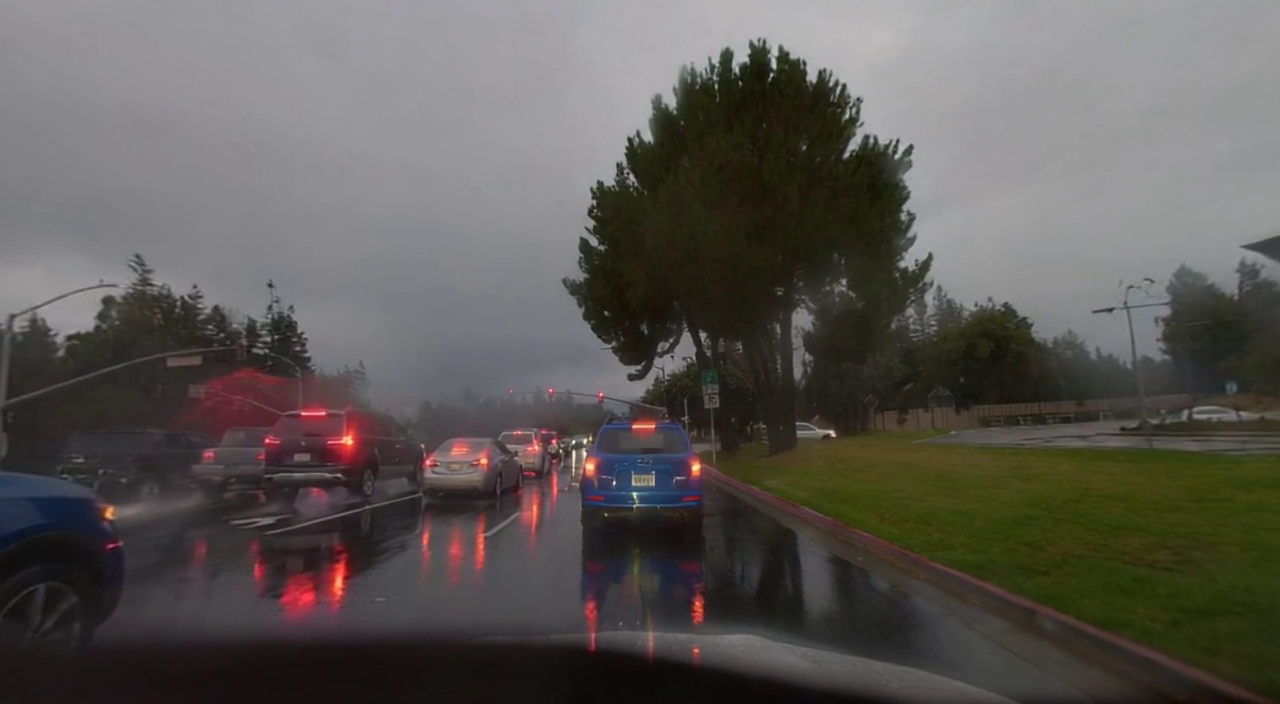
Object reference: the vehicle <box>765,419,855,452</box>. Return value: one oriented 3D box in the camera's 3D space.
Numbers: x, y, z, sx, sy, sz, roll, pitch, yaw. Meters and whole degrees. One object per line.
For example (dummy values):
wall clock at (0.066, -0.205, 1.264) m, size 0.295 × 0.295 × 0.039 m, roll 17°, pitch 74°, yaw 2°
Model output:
vehicle at (10.709, 5.326, 40.075) m, size 5.152 × 2.001 × 2.060 m, roll -1°, pitch -9°, yaw 4°

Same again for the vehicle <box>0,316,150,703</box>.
vehicle at (-4.060, 0.552, 1.264) m, size 2.088 × 1.947 × 5.119 m, roll 0°, pitch -9°, yaw -1°

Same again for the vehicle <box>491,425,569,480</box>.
vehicle at (-3.909, 3.684, 23.322) m, size 2.043 × 1.813 × 4.549 m, roll 0°, pitch -9°, yaw 0°

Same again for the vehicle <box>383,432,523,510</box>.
vehicle at (-4.077, 2.675, 14.620) m, size 1.942 × 1.523 × 4.212 m, roll 0°, pitch -9°, yaw 0°

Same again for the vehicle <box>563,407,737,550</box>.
vehicle at (0.101, 1.828, 9.709) m, size 2.055 × 1.681 × 4.270 m, roll 0°, pitch -9°, yaw -1°

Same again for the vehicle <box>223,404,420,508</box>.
vehicle at (-7.388, 2.501, 15.513) m, size 2.195 × 2.093 × 5.185 m, roll 0°, pitch -9°, yaw -1°
